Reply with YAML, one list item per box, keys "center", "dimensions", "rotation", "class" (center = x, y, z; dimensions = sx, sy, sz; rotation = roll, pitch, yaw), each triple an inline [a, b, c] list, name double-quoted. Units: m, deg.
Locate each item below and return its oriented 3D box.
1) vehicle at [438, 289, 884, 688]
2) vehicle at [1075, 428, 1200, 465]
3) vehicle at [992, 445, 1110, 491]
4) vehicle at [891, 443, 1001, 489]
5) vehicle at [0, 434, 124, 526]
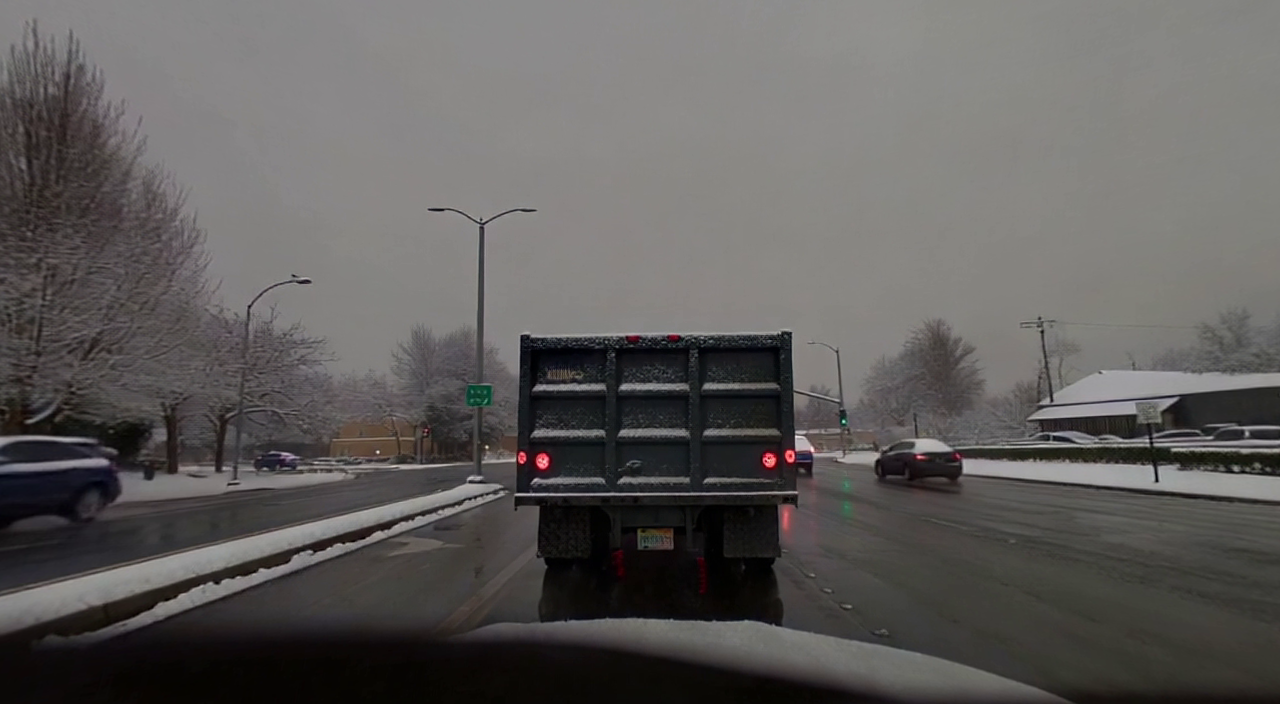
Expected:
- center: [0.274, 1.304, 7.382]
  dimensions: [2.650, 2.391, 7.008]
  rotation: [-1, -8, 3]
  class: "vehicle"
- center: [23.118, 4.389, 29.431]
  dimensions: [4.171, 1.614, 1.894]
  rotation: [-1, -8, 1]
  class: "vehicle"
- center: [14.307, 4.017, 22.233]
  dimensions: [1.702, 1.475, 3.670]
  rotation: [-1, -8, 1]
  class: "vehicle"
- center: [10.670, 3.971, 22.380]
  dimensions: [1.907, 1.465, 4.077]
  rotation: [-1, -8, 1]
  class: "vehicle"
- center: [-14.613, 2.736, 13.459]
  dimensions: [2.218, 1.926, 5.753]
  rotation: [-1, -8, 1]
  class: "vehicle"
